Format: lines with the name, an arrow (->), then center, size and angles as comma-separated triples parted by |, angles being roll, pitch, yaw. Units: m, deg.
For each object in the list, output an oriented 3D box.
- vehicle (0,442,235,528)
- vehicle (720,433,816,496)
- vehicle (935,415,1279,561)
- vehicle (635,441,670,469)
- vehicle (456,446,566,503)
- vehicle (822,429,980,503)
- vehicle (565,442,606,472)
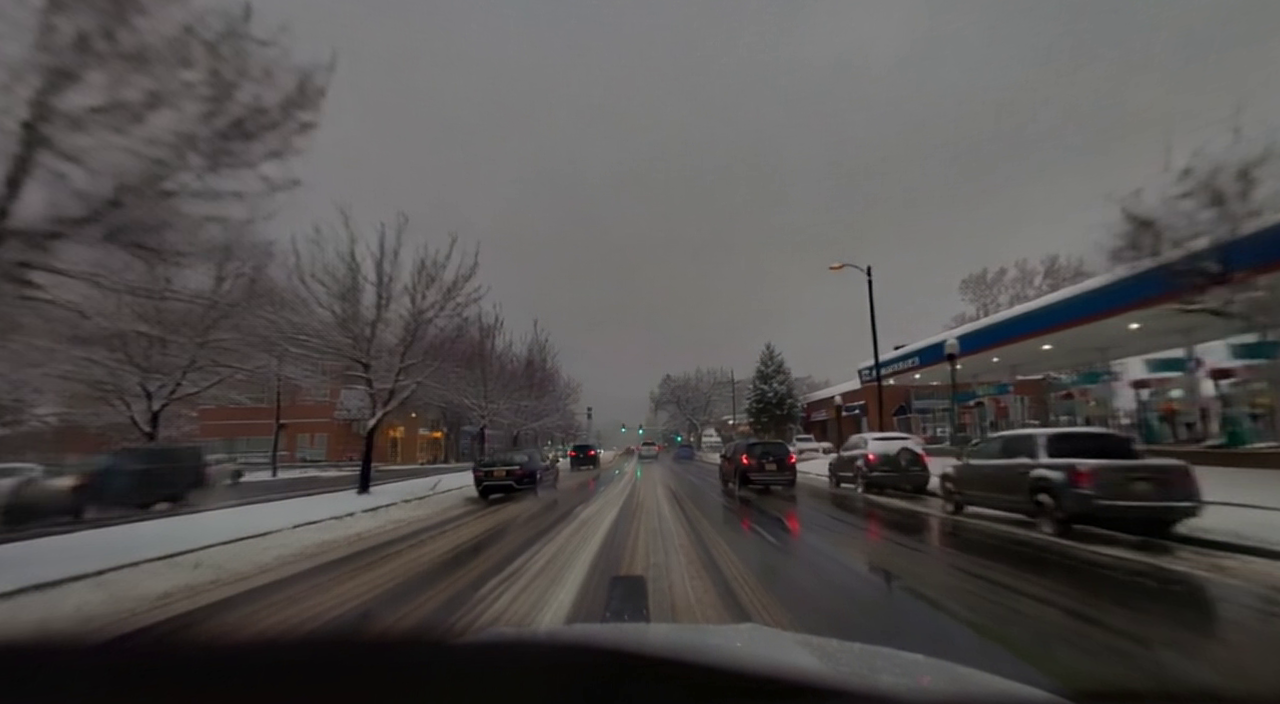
vehicle -> -12.351, 3.037, 15.116 | 2.096, 1.720, 4.694 | 0, -8, 0
vehicle -> 3.789, 3.426, 19.626 | 1.980, 1.709, 4.813 | 0, -8, 0
vehicle -> 7.004, 2.052, 10.257 | 2.417, 1.736, 5.043 | -1, -9, 7
vehicle -> 0.801, 6.723, 41.349 | 2.192, 1.674, 4.124 | 0, -8, 0
vehicle -> -3.415, 3.320, 17.584 | 2.013, 1.354, 4.393 | 0, -8, 2
vehicle -> 7.148, 3.174, 18.051 | 2.189, 1.783, 5.122 | 1, -8, -2
vehicle -> -3.176, 6.192, 37.373 | 1.988, 1.645, 3.995 | 0, -8, 2
